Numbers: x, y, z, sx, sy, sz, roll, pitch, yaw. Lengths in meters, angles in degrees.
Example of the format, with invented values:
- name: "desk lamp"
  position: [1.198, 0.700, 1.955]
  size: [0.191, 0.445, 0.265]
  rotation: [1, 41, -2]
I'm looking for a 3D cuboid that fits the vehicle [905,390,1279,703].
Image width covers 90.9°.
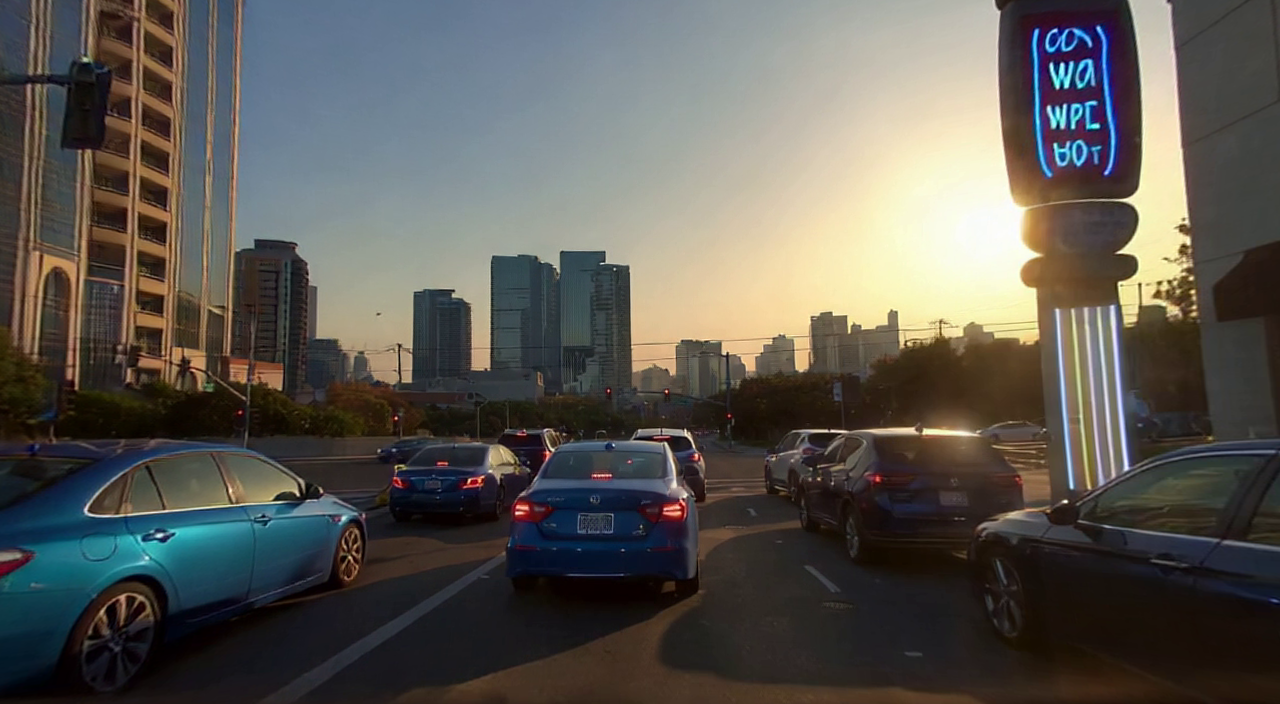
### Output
- name: "vehicle"
  position: [3.418, 1.071, 3.551]
  size: [1.981, 1.499, 4.536]
  rotation: [-1, -8, 2]

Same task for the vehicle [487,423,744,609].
- name: "vehicle"
  position: [-0.187, 1.621, 7.129]
  size: [2.059, 1.477, 3.988]
  rotation: [0, -8, 0]

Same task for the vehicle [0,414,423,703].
- name: "vehicle"
  position: [-3.401, 1.300, 4.732]
  size: [1.980, 1.454, 4.226]
  rotation: [0, -8, 1]

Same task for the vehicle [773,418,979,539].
- name: "vehicle"
  position: [3.776, 2.098, 11.026]
  size: [2.007, 1.683, 4.171]
  rotation: [0, -8, 1]
